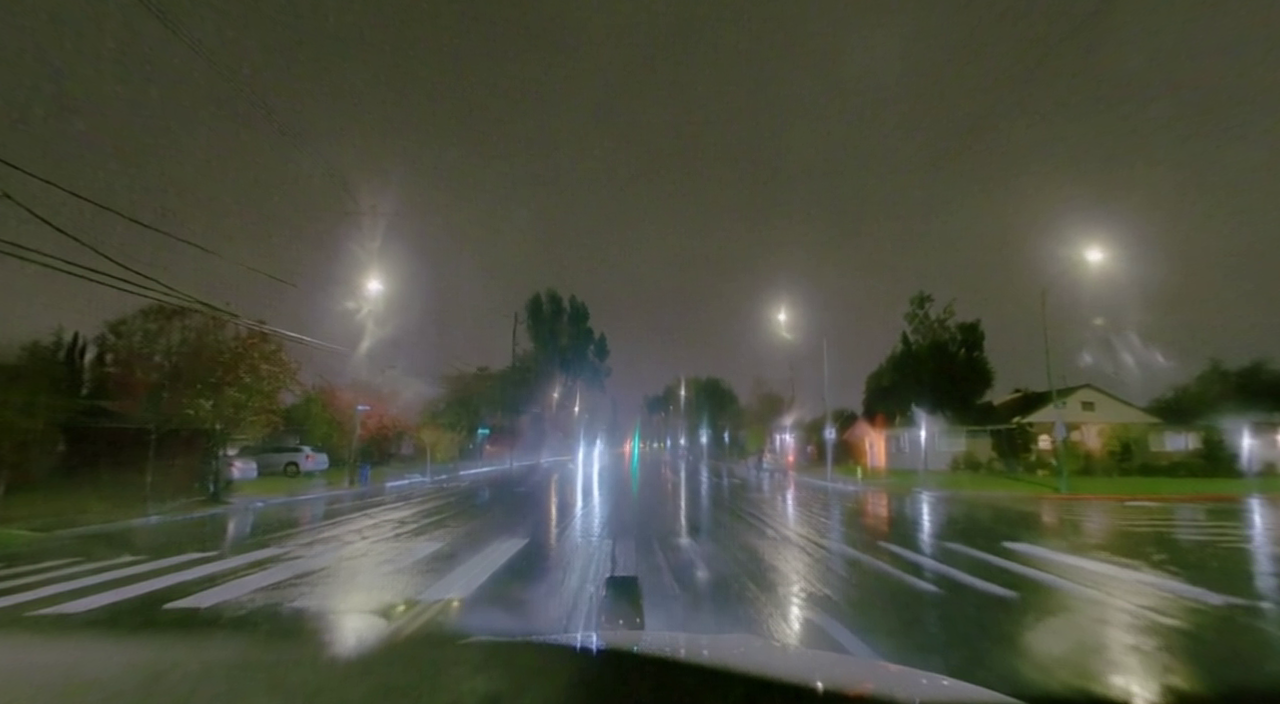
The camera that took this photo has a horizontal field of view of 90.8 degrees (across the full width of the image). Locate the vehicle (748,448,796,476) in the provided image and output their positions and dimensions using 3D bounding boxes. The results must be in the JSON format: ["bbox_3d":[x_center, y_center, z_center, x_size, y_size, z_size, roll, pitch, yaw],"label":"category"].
[{"bbox_3d":[7.993,6.703,38.693,2.029,1.554,4.705,0,-9,1],"label":"vehicle"}]

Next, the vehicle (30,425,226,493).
[{"bbox_3d":[-17.915,3.749,22.337,4.800,2.259,2.303,0,-9,-1],"label":"vehicle"}]

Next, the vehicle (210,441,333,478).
[{"bbox_3d":[-17.961,5.251,30.959,4.743,1.734,1.994,0,-9,-1],"label":"vehicle"}]

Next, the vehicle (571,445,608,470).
[{"bbox_3d":[-3.130,6.661,40.054,2.014,1.499,3.999,0,-9,0],"label":"vehicle"}]
